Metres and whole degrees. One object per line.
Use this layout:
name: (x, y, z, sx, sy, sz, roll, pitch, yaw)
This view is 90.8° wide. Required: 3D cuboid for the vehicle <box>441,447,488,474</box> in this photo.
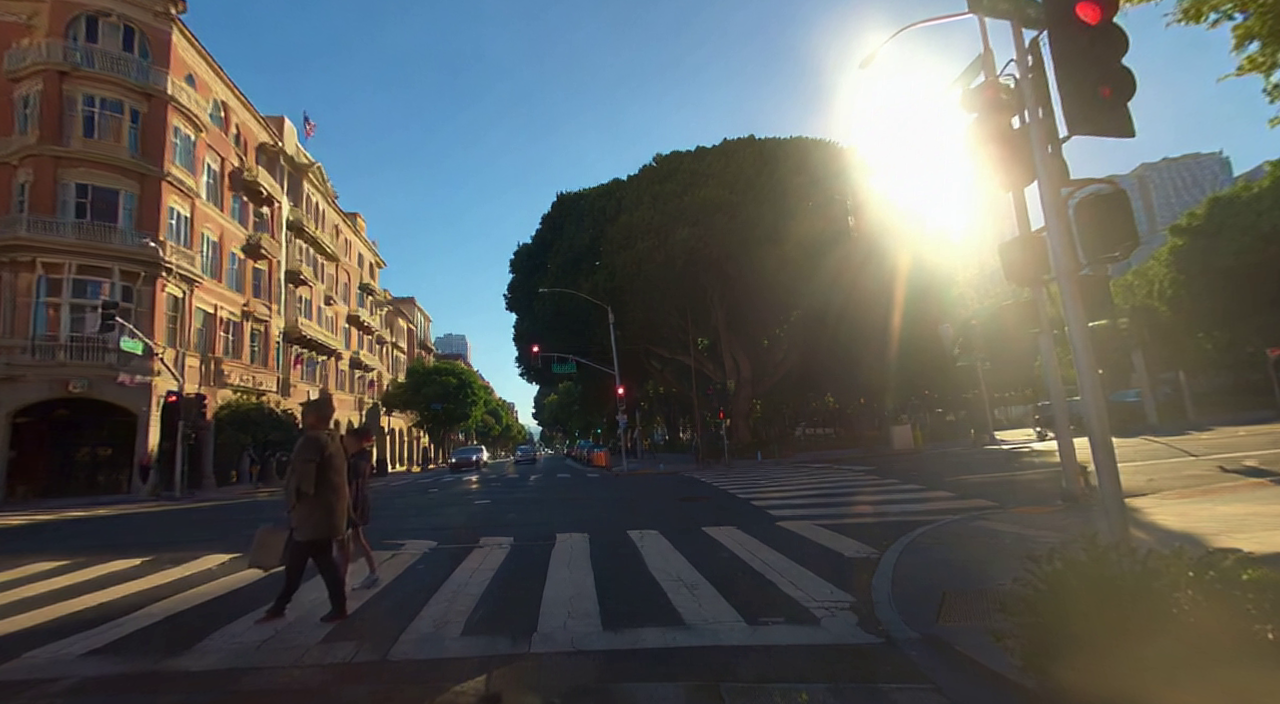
vehicle: (-10.484, 6.478, 38.088, 2.196, 1.503, 4.371, 1, -9, -8)
